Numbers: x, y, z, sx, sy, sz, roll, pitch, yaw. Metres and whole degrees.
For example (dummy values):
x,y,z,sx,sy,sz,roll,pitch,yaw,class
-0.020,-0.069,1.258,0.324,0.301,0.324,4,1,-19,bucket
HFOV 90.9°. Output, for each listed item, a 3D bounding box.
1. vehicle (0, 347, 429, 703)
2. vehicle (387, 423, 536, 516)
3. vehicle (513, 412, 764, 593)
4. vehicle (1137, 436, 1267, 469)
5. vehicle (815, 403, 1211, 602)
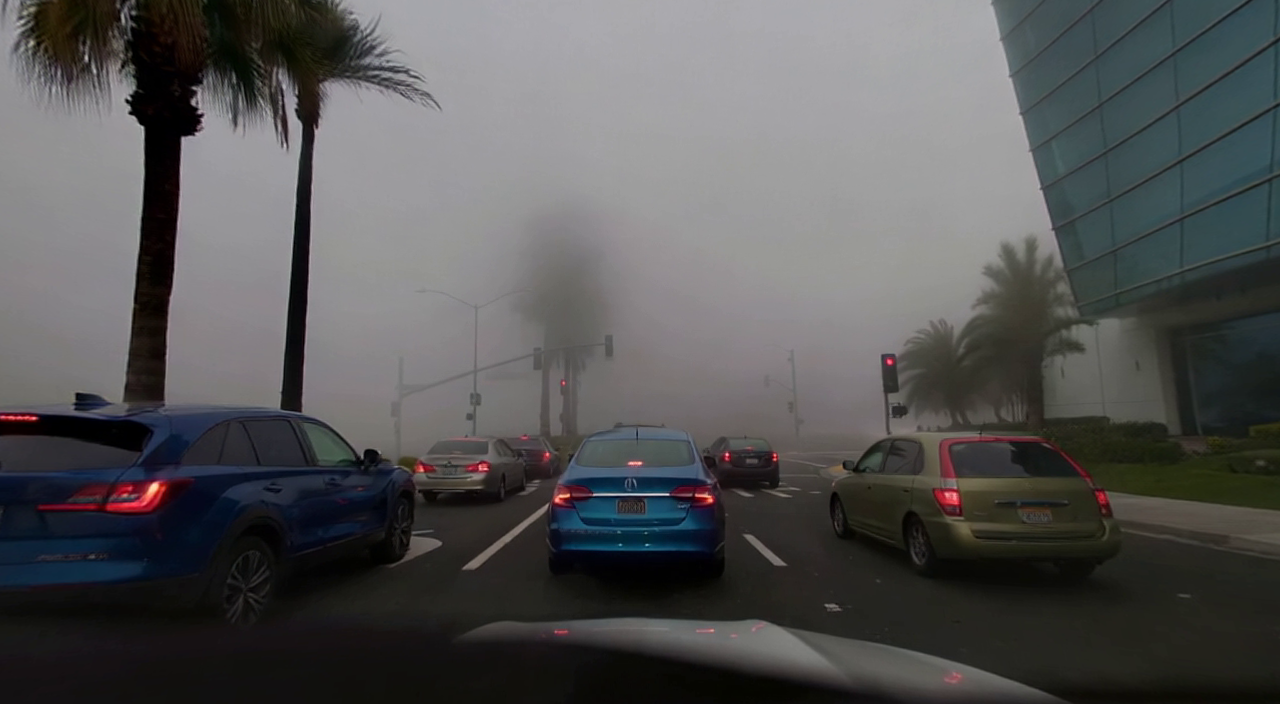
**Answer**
x,y,z,sx,sy,sz,roll,pitch,yaw,class
-3.540,1.173,5.356,2.014,1.775,4.404,0,-8,-1,vehicle
-3.472,2.355,13.074,1.917,1.631,3.768,0,-8,1,vehicle
-0.056,1.658,7.813,2.219,1.586,4.321,0,-8,-1,vehicle
25.442,4.548,28.665,4.014,1.417,1.777,-1,-8,5,vehicle
3.832,1.618,7.690,2.064,1.696,4.431,0,-8,-1,vehicle
